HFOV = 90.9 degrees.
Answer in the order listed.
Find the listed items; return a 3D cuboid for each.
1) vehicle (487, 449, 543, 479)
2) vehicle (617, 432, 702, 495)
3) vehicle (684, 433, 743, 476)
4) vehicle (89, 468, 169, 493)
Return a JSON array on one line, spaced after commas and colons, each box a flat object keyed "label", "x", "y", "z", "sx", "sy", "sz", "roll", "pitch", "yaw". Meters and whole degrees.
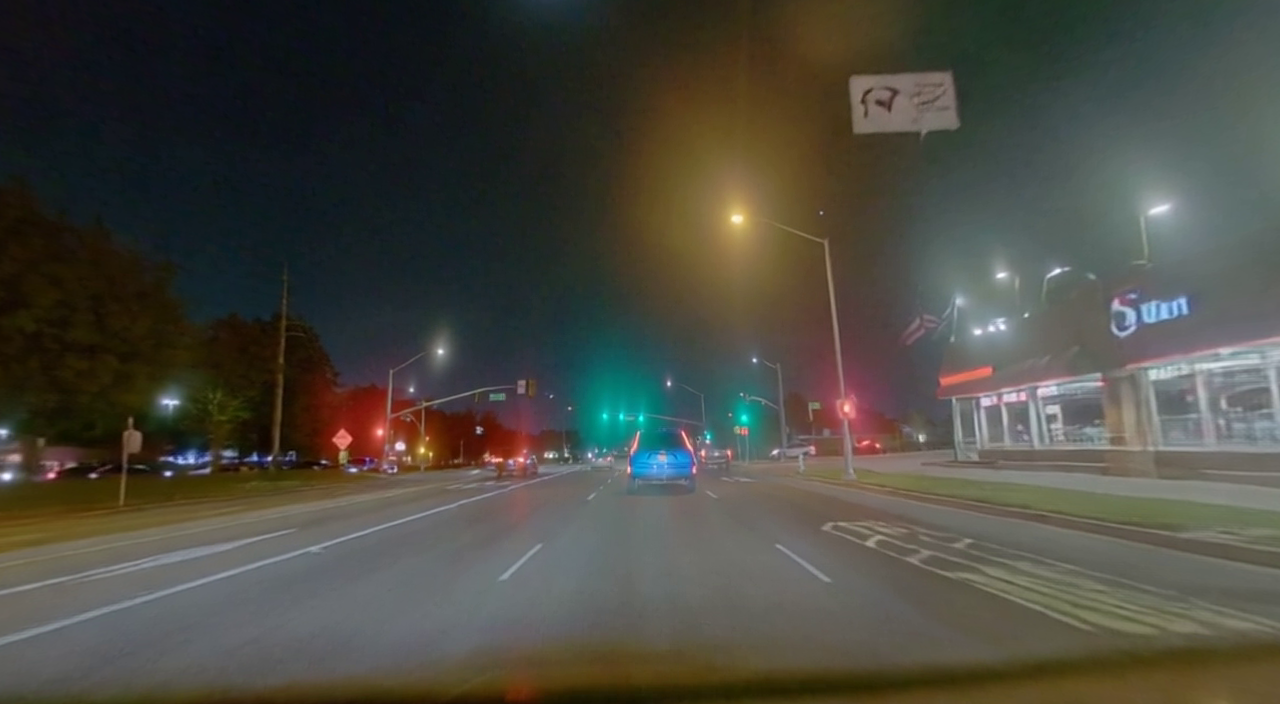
[{"label": "vehicle", "x": -6.491, "y": 5.855, "z": 33.243, "sx": 1.966, "sy": 1.461, "sz": 4.422, "roll": 0, "pitch": -9, "yaw": 1}, {"label": "vehicle", "x": 0.568, "y": 3.719, "z": 21.455, "sx": 2.513, "sy": 1.854, "sz": 5.235, "roll": 0, "pitch": -9, "yaw": 0}, {"label": "vehicle", "x": 3.916, "y": 5.626, "z": 34.715, "sx": 2.452, "sy": 2.148, "sz": 5.877, "roll": 0, "pitch": -9, "yaw": -1}, {"label": "vehicle", "x": -34.397, "y": 8.628, "z": 42.447, "sx": 4.542, "sy": 1.475, "sz": 1.903, "roll": -3, "pitch": -9, "yaw": 18}]
